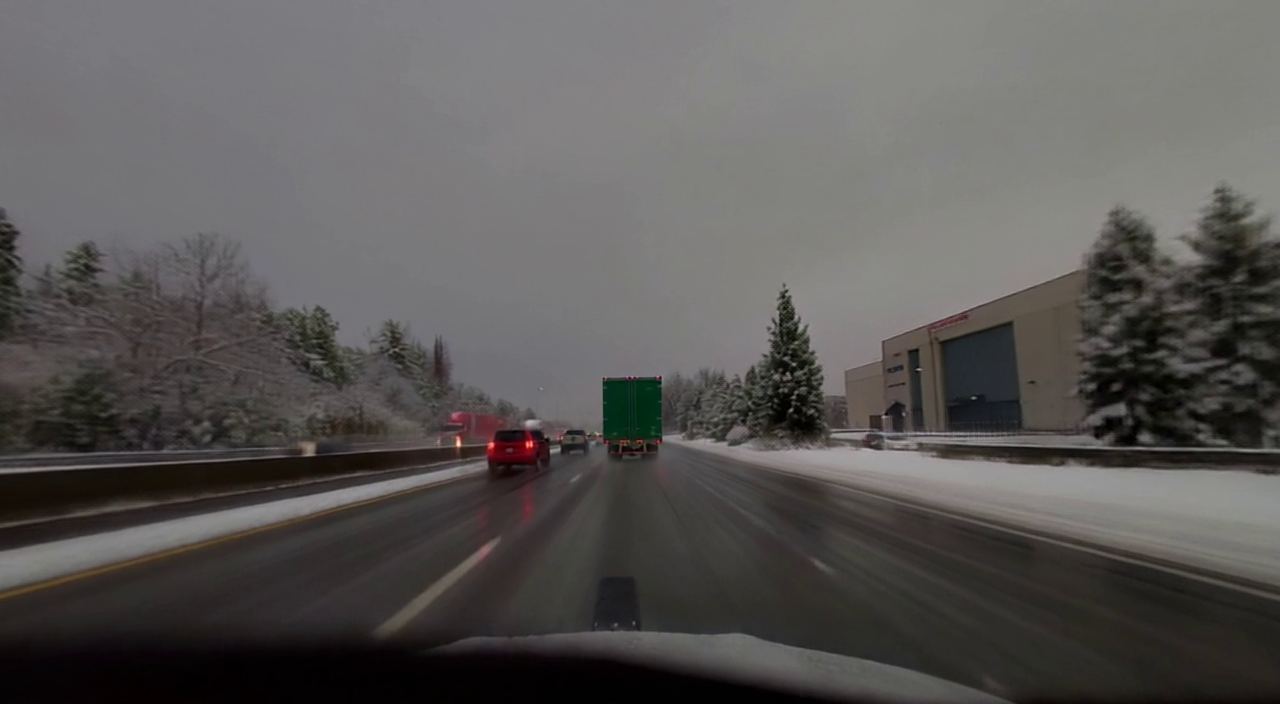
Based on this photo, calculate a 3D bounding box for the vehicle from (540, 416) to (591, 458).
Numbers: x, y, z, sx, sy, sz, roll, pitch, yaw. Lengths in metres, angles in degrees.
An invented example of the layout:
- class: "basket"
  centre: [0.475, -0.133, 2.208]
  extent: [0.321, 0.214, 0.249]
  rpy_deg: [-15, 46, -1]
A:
- class: "vehicle"
  centre: [-5.109, 6.001, 44.370]
  extent: [2.717, 2.714, 6.997]
  rpy_deg: [0, -8, 0]

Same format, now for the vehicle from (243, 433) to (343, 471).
- class: "vehicle"
  centre: [-14.971, 4.307, 27.478]
  extent: [1.934, 1.527, 4.158]
  rpy_deg: [0, -8, 0]

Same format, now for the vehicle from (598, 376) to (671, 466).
- class: "vehicle"
  centre: [-0.377, 3.785, 33.542]
  extent: [3.259, 4.066, 9.891]
  rpy_deg: [0, -8, -2]

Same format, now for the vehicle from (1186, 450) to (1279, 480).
- class: "vehicle"
  centre: [44.245, 8.405, 47.055]
  extent: [4.593, 2.050, 2.388]
  rpy_deg: [0, -8, 0]

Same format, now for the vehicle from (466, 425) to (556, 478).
- class: "vehicle"
  centre: [-4.271, 3.380, 21.790]
  extent: [2.005, 1.602, 5.131]
  rpy_deg: [0, -8, 0]
